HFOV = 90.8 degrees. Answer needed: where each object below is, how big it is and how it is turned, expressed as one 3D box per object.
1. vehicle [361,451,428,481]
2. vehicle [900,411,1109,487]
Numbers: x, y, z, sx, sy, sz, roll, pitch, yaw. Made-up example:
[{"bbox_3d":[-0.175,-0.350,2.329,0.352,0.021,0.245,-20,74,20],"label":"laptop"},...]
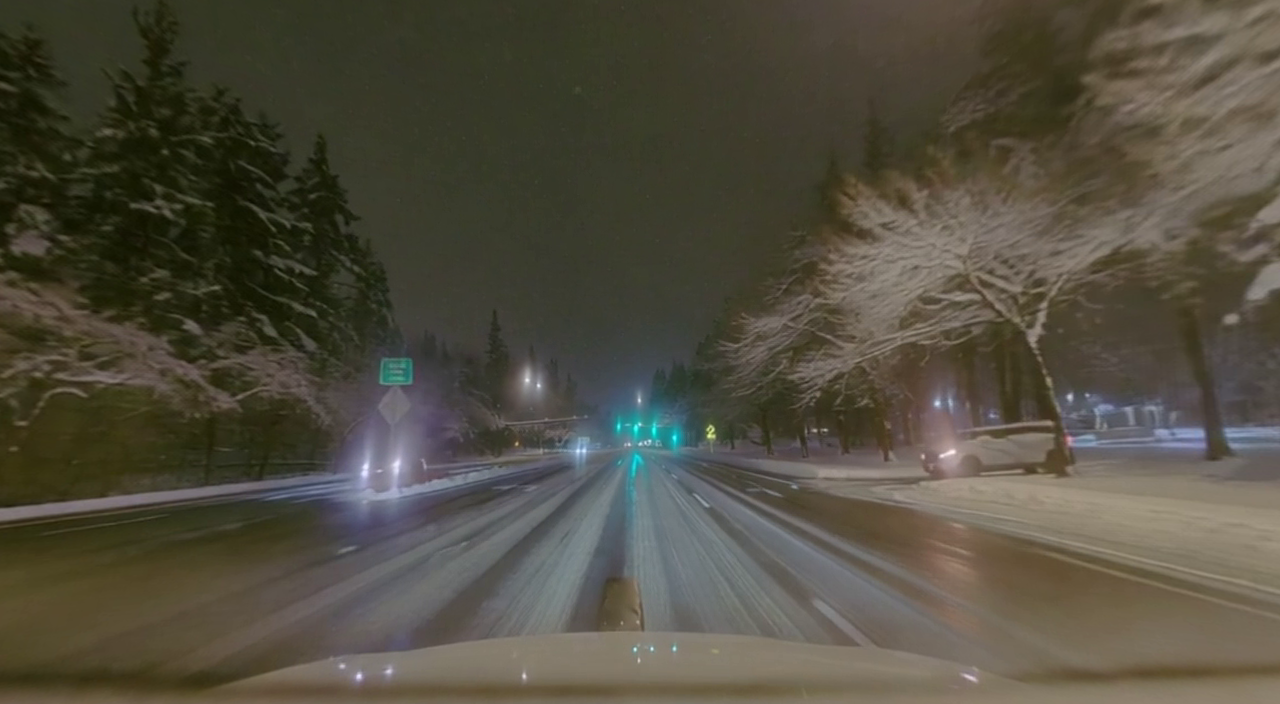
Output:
[{"bbox_3d":[-13.563,6.295,35.204,1.892,1.486,4.487,-1,-8,0],"label":"vehicle"},{"bbox_3d":[12.346,3.294,21.738,5.581,1.926,2.324,-5,-7,0],"label":"vehicle"}]
